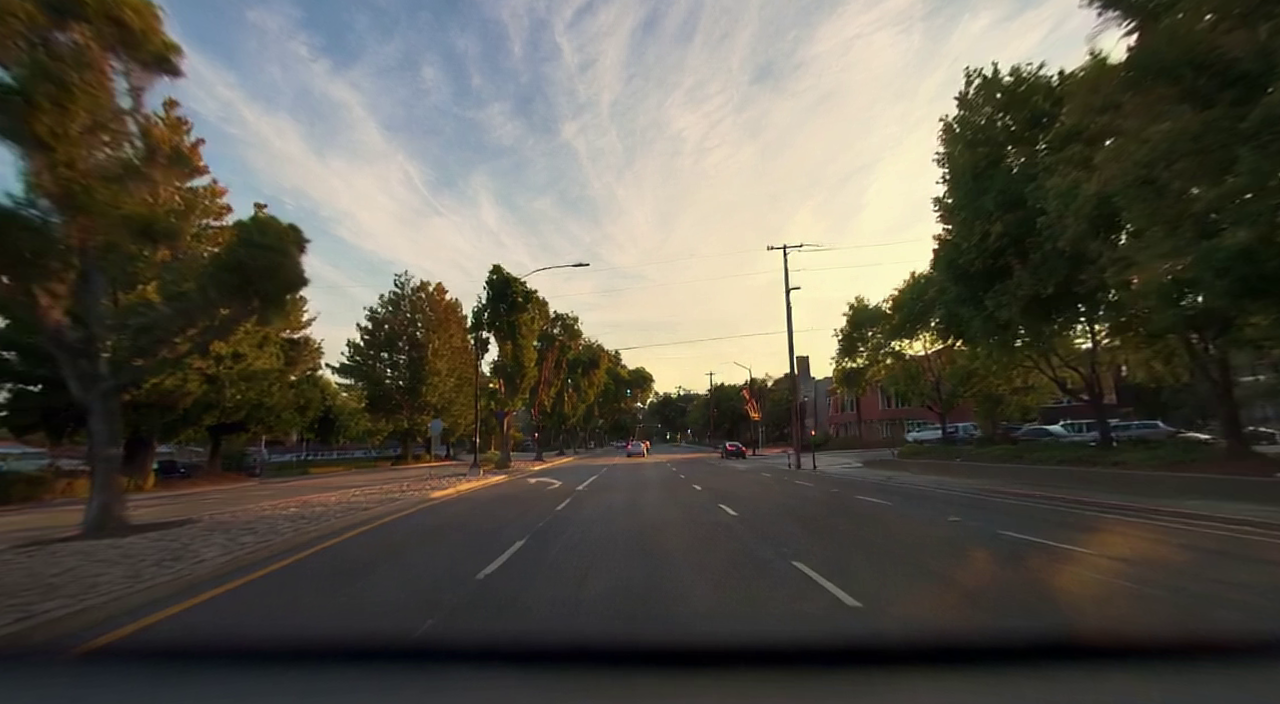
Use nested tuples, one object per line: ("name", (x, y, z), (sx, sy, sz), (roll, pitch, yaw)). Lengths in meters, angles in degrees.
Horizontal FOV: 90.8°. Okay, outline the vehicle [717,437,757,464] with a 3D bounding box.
("vehicle", (6.607, 6.741, 43.351), (2.011, 1.710, 4.357), (0, -9, -1))
